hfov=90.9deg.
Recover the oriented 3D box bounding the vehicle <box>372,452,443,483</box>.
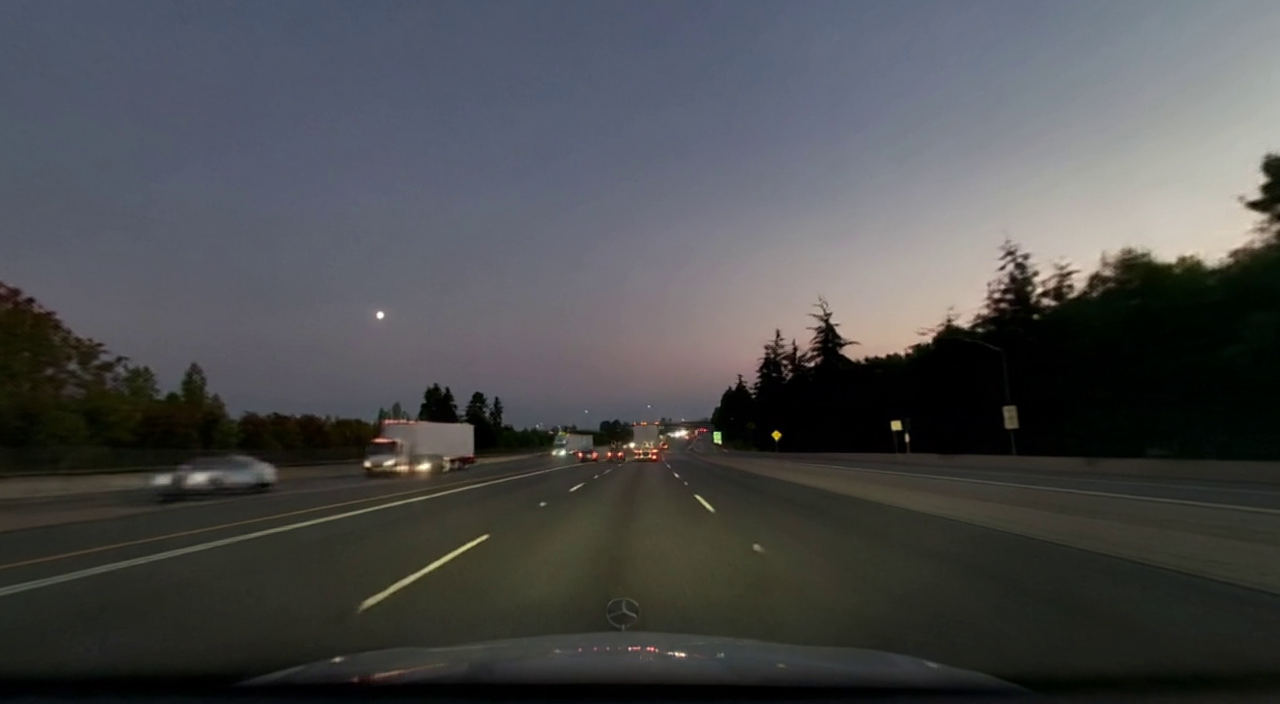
[{"bbox_3d":[-12.422,6.181,33.985,2.032,1.455,4.500,0,-9,1],"label":"vehicle"}]

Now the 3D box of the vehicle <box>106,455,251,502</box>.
[{"bbox_3d":[-16.486,4.515,22.859,1.845,1.469,4.318,0,-9,2],"label":"vehicle"}]

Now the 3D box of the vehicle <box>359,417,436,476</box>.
[{"bbox_3d":[-17.192,6.742,45.191,3.007,3.936,5.906,0,-8,1],"label":"vehicle"}]
